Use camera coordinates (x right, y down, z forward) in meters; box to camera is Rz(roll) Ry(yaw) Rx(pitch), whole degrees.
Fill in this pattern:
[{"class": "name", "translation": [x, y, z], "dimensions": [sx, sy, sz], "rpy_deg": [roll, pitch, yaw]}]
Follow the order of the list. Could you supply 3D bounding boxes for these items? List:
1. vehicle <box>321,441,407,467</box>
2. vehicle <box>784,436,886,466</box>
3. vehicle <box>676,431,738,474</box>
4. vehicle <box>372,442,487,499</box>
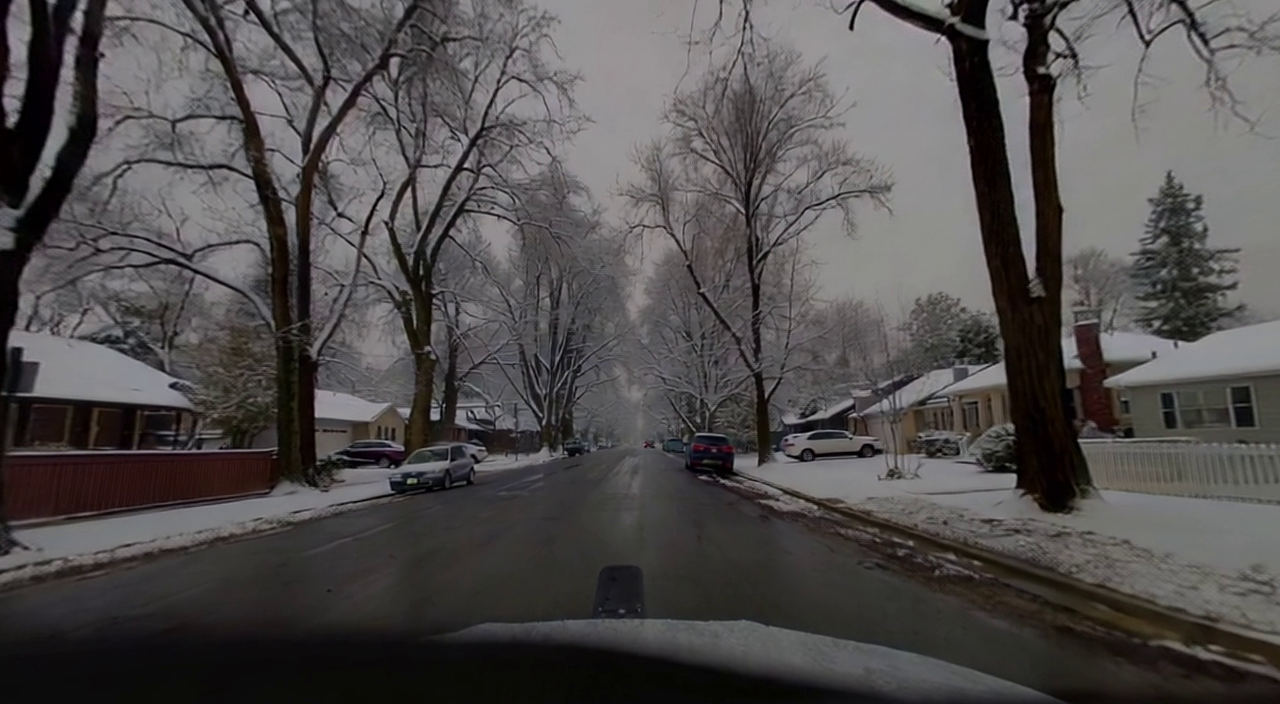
[{"class": "vehicle", "translation": [-16.334, 6.032, 37.462], "dimensions": [4.276, 1.463, 1.832], "rpy_deg": [-1, -8, 6]}, {"class": "vehicle", "translation": [10.323, 5.285, 33.829], "dimensions": [5.041, 1.486, 1.969], "rpy_deg": [-2, -8, 12]}, {"class": "vehicle", "translation": [3.086, 4.784, 30.284], "dimensions": [2.241, 1.875, 5.059], "rpy_deg": [0, -8, -2]}, {"class": "vehicle", "translation": [-6.458, 3.640, 19.924], "dimensions": [2.099, 1.399, 4.357], "rpy_deg": [-4, -8, 1]}]
